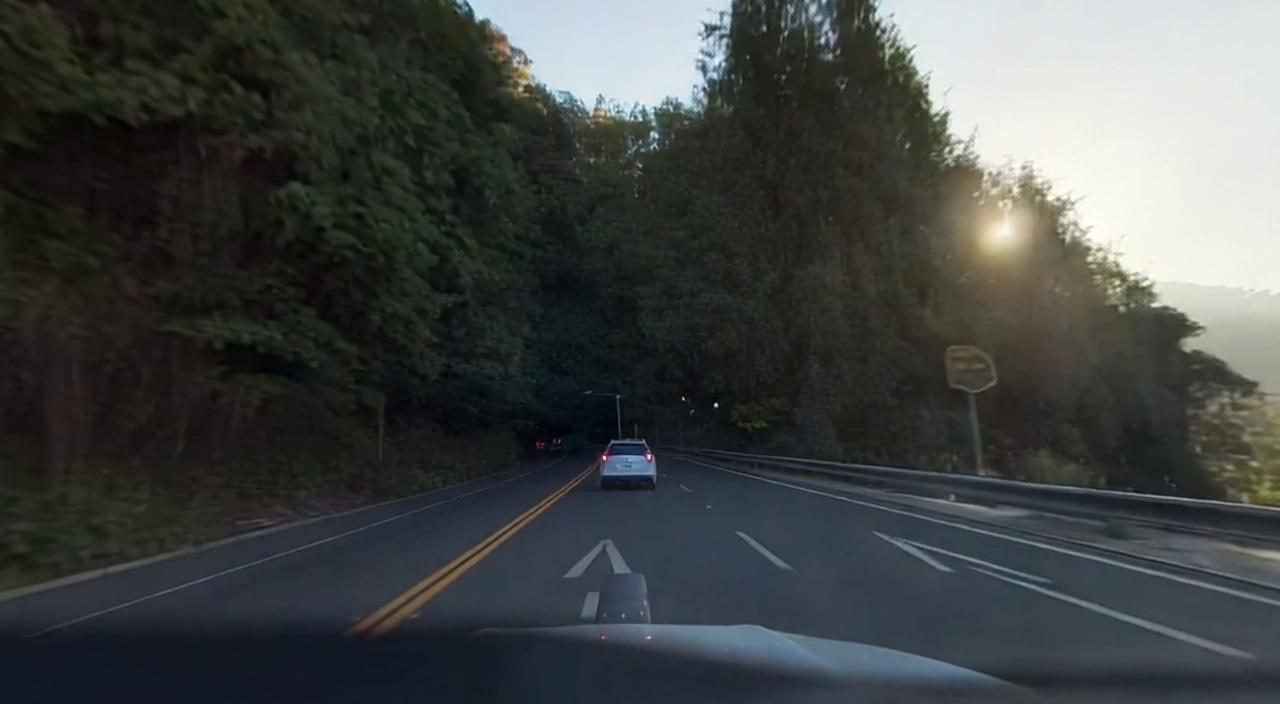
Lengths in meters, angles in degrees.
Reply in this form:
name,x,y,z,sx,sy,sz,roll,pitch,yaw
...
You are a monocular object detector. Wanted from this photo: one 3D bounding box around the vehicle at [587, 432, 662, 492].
name,x,y,z,sx,sy,sz,roll,pitch,yaw
vehicle,-0.453,3.251,18.886,2.037,1.601,3.643,0,-9,-1
